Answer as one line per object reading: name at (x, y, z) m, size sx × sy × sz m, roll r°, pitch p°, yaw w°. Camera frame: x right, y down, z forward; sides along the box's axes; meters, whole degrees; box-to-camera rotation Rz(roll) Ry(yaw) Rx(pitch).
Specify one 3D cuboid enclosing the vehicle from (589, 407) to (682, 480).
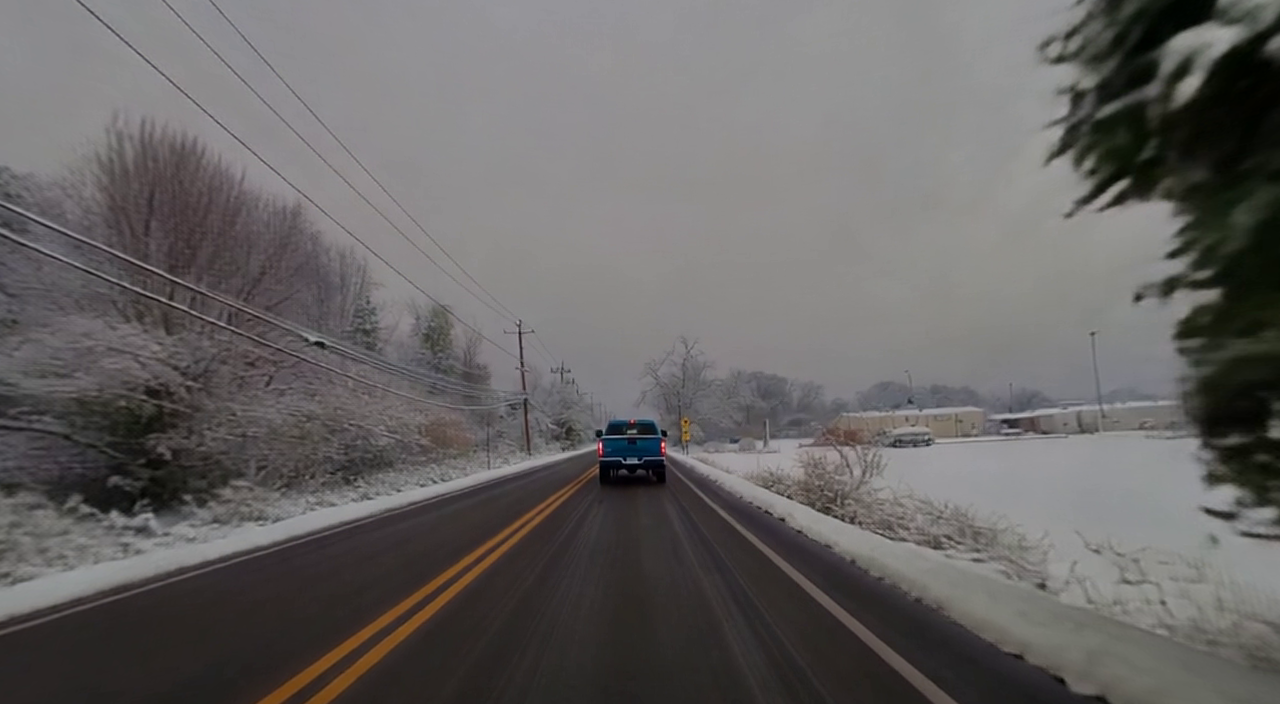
vehicle at (-0.230, 3.482, 24.180) m, size 3.021 × 2.326 × 7.410 m, roll 0°, pitch -8°, yaw -1°
